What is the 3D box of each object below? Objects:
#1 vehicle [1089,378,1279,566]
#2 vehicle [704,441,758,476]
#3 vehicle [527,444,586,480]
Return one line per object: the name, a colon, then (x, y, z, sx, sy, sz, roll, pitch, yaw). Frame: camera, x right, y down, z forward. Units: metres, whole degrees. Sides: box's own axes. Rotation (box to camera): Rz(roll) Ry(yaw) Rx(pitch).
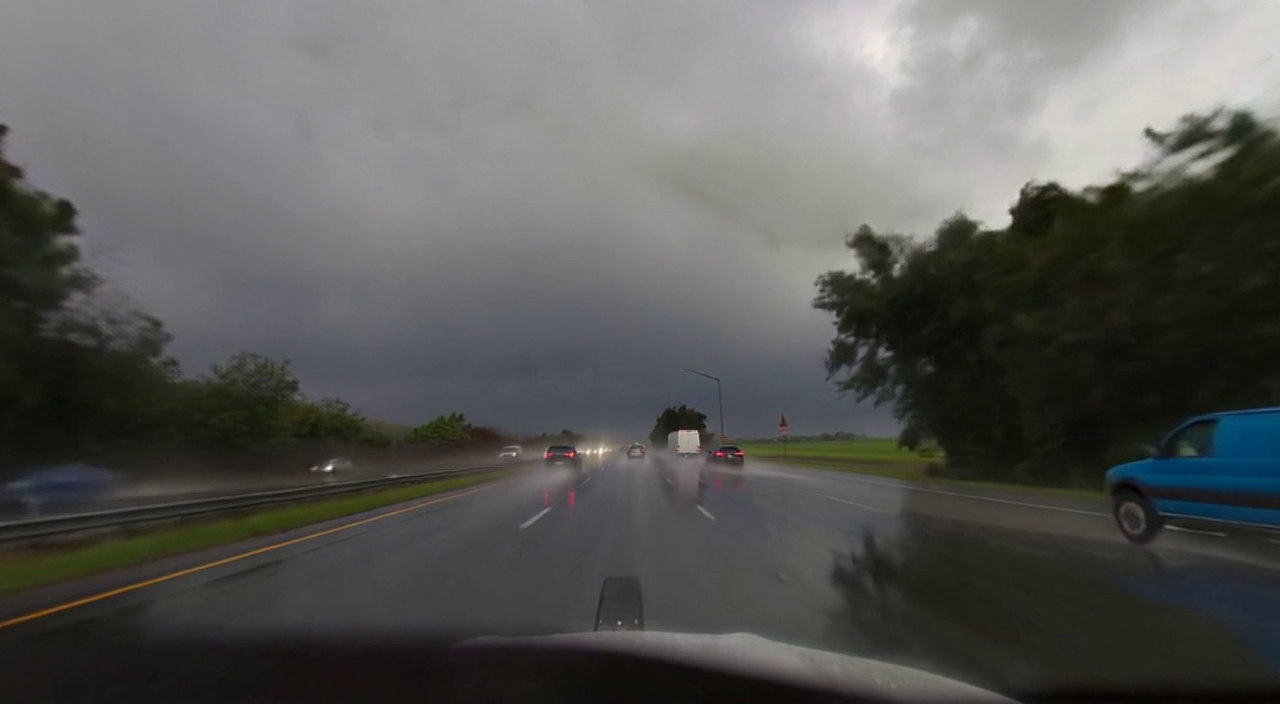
vehicle: (7.724, 1.260, 6.678, 2.133, 1.933, 4.986, 0, -9, -1)
vehicle: (4.598, 5.449, 32.452, 2.069, 1.625, 4.832, 0, -9, 0)
vehicle: (-3.850, 5.197, 29.896, 2.160, 1.530, 4.500, 0, -9, 0)
